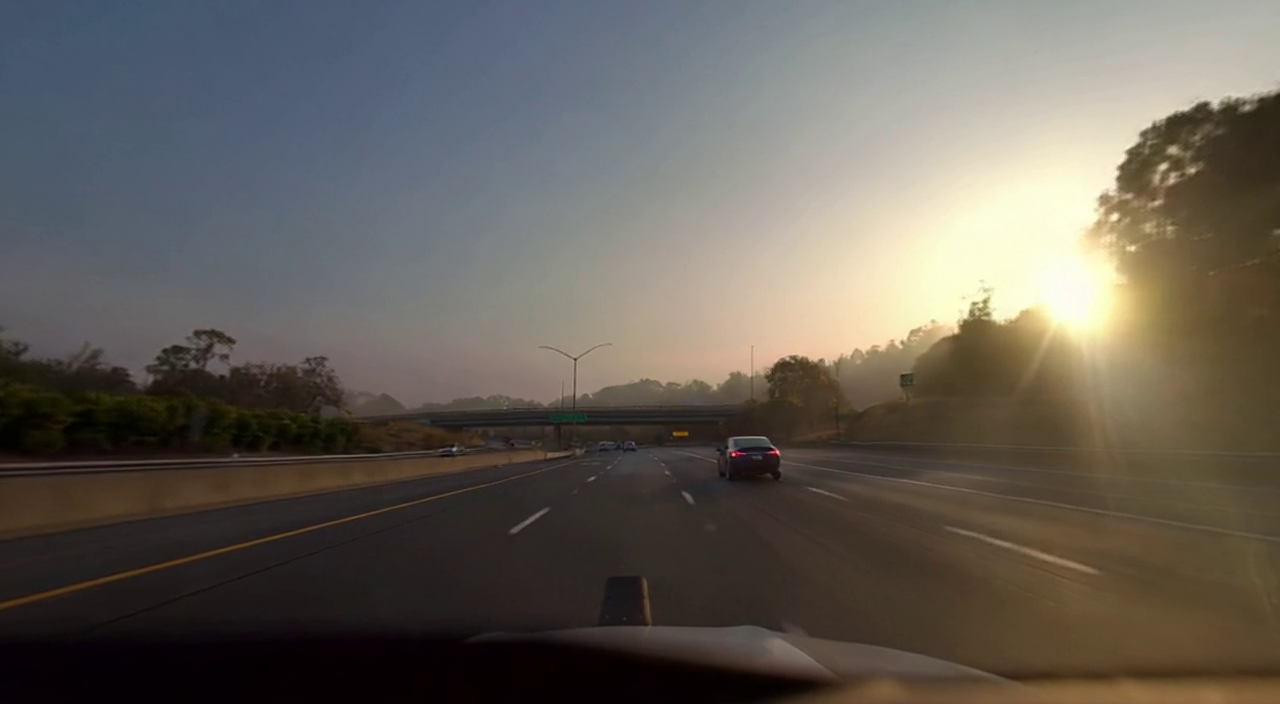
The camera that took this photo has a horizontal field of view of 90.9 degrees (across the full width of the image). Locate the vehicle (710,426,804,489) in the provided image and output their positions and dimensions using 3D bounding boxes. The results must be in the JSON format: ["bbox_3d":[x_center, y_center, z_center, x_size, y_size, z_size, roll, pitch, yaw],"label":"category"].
[{"bbox_3d":[3.519,3.287,19.980,2.039,1.701,4.834,0,-8,0],"label":"vehicle"}]
